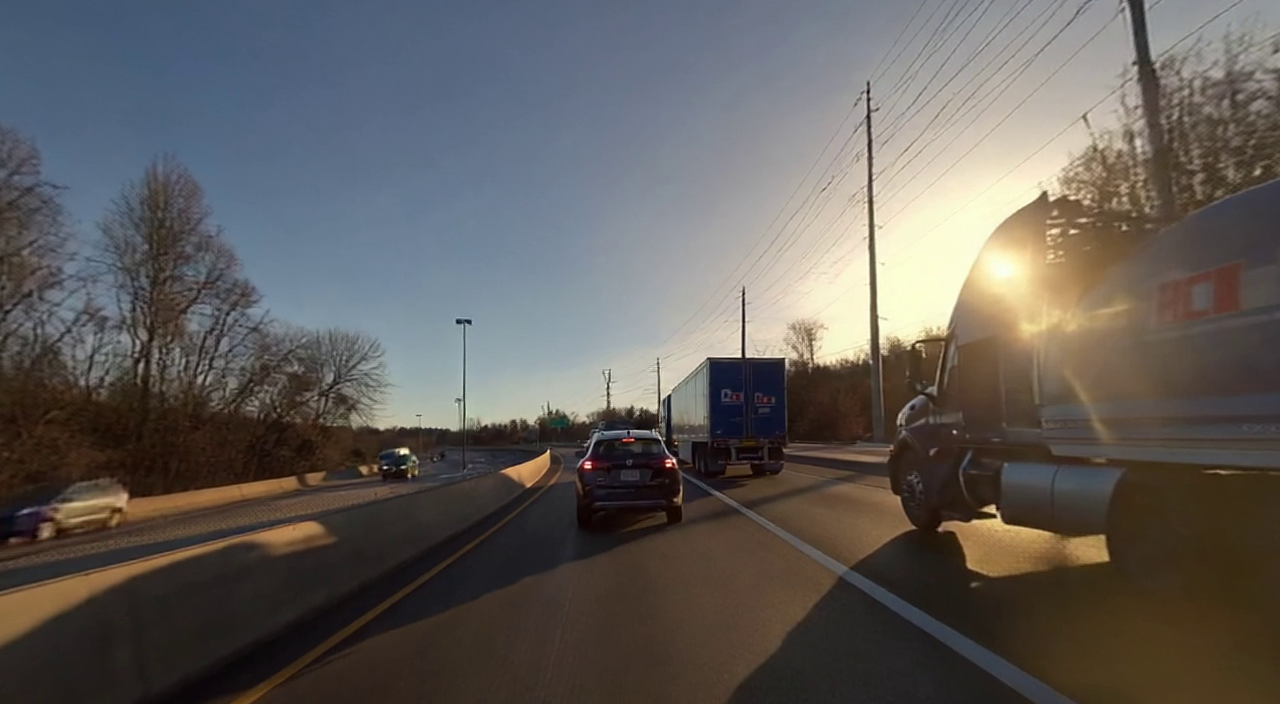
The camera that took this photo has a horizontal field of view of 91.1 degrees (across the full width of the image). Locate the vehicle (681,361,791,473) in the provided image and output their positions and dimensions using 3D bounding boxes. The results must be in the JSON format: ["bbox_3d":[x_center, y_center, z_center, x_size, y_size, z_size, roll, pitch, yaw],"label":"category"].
[{"bbox_3d":[3.600,2.827,26.217,2.835,3.872,8.916,0,-8,-2],"label":"vehicle"}]

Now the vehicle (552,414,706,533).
[{"bbox_3d":[-0.185,1.903,10.455,2.062,1.581,3.914,0,-8,-1],"label":"vehicle"}]

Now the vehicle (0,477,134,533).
[{"bbox_3d":[-19.655,5.106,21.351,1.794,1.463,3.891,0,-8,-4],"label":"vehicle"}]
